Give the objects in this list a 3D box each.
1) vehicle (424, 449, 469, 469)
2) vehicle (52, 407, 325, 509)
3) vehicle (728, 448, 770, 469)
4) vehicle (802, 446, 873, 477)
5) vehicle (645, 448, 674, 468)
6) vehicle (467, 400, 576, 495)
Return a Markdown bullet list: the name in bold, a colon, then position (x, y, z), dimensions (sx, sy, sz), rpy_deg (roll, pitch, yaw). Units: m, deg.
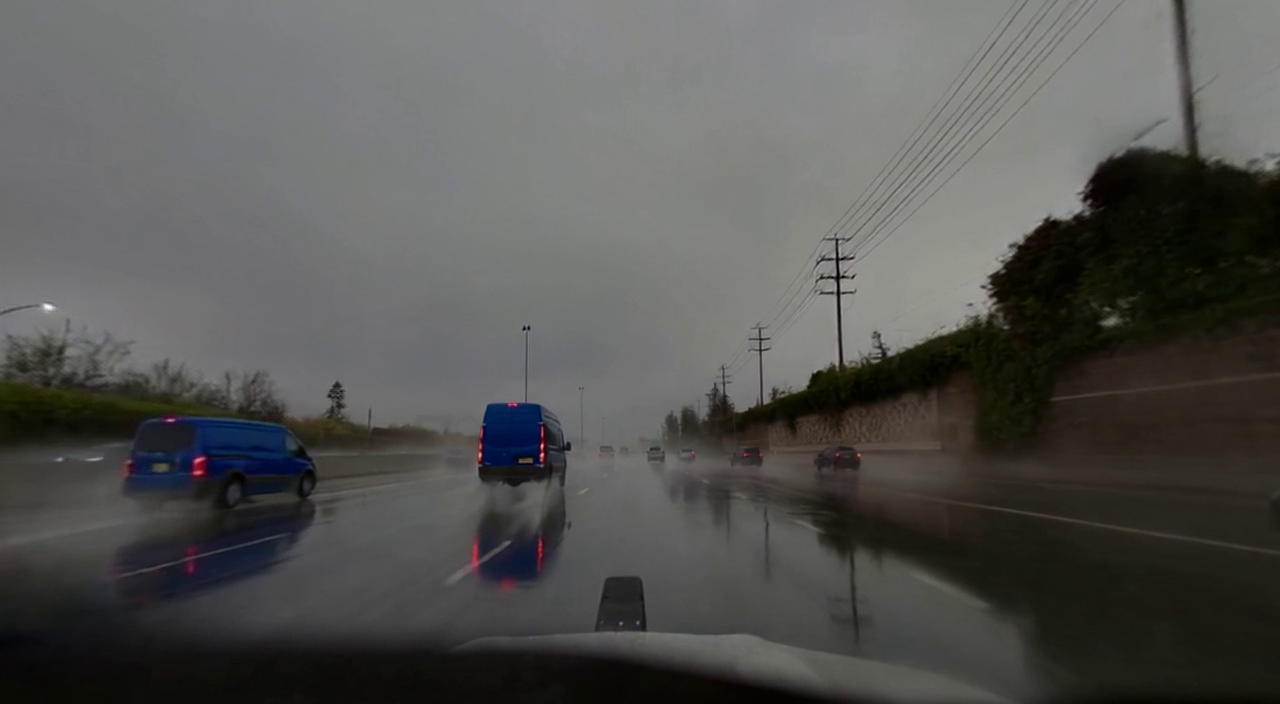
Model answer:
- **vehicle**: position (-15.072, 8.317, 49.244), dimensions (1.948, 1.479, 4.754), rpy_deg (0, -9, 1)
- **vehicle**: position (-11.323, 2.766, 16.783), dimensions (2.596, 2.162, 6.328), rpy_deg (0, -9, -1)
- **vehicle**: position (8.308, 8.103, 48.285), dimensions (2.095, 1.504, 4.536), rpy_deg (1, -9, -4)
- **vehicle**: position (10.068, 5.591, 32.471), dimensions (2.052, 1.470, 4.364), rpy_deg (0, -9, -3)
- **vehicle**: position (1.472, 8.217, 49.108), dimensions (2.084, 1.492, 4.137), rpy_deg (0, -9, -1)
- **vehicle**: position (-3.658, 3.143, 20.773), dimensions (2.395, 2.660, 5.827), rpy_deg (0, -9, 0)
